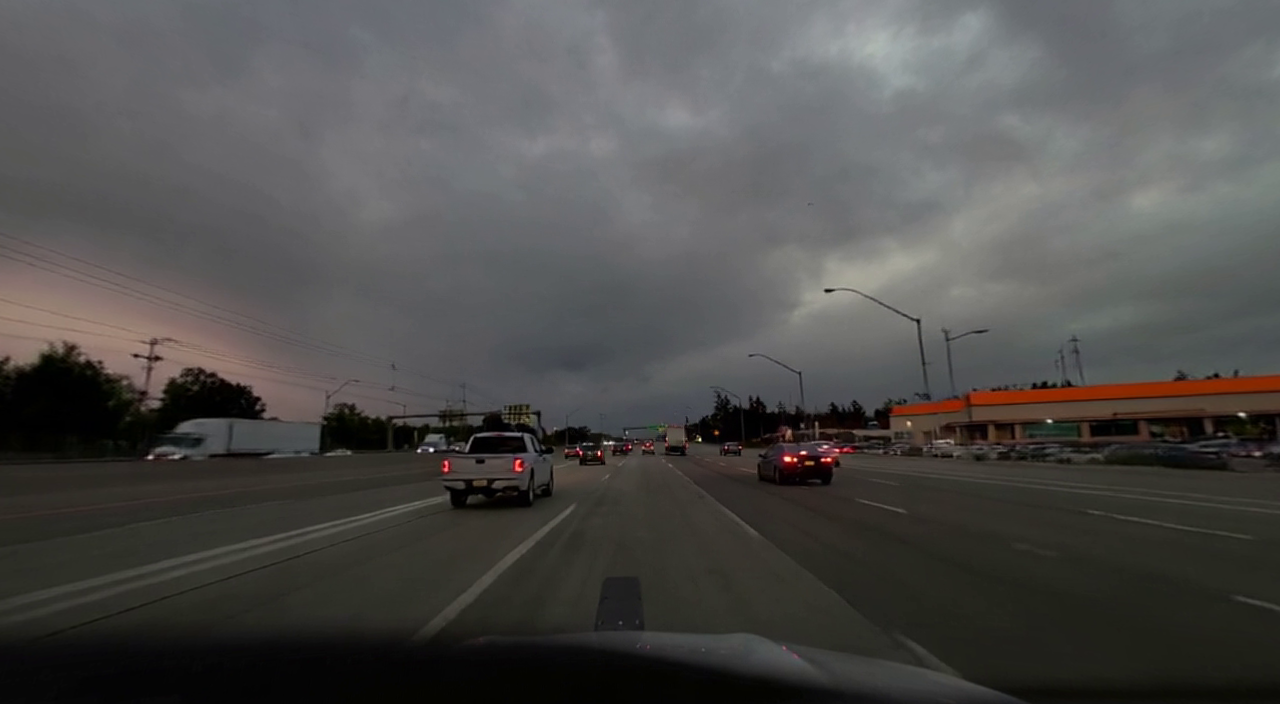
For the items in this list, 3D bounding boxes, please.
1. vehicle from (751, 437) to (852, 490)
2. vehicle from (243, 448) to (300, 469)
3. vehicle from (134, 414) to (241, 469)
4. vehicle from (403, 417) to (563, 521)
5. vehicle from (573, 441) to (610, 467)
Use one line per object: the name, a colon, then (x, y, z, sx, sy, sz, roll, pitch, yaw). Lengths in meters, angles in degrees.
vehicle: (5.016, 3.518, 20.225, 1.980, 1.501, 4.433, 0, -9, -1)
vehicle: (-27.219, 7.858, 46.602, 1.709, 1.503, 3.892, 0, -9, 3)
vehicle: (-33.901, 6.737, 47.485, 3.197, 3.832, 6.015, 0, -9, 2)
vehicle: (-3.040, 2.397, 13.379, 2.130, 1.799, 4.583, 0, -9, 1)
vehicle: (-2.941, 6.352, 39.230, 1.929, 1.521, 4.097, 0, -9, 1)
